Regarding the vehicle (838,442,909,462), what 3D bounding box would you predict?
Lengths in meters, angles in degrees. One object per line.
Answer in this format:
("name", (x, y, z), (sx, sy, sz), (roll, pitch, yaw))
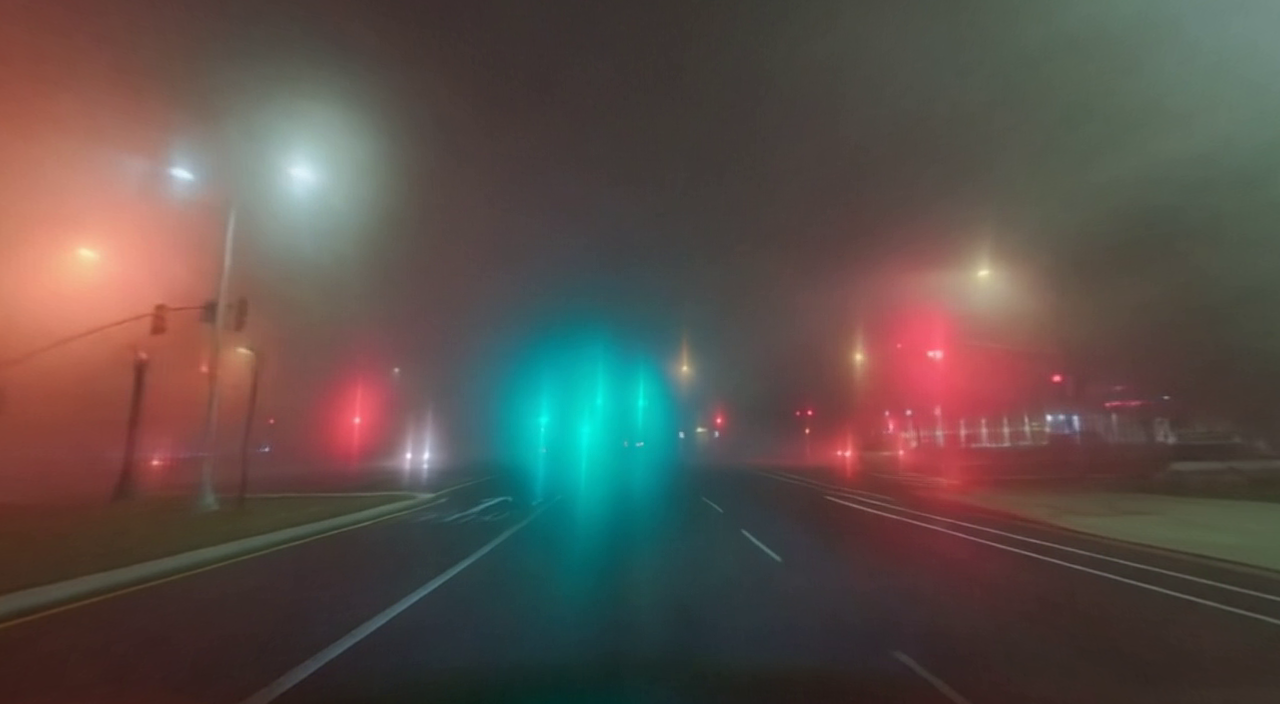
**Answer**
("vehicle", (17.636, 7.552, 47.657), (4.583, 1.426, 1.892), (0, -9, -3))
